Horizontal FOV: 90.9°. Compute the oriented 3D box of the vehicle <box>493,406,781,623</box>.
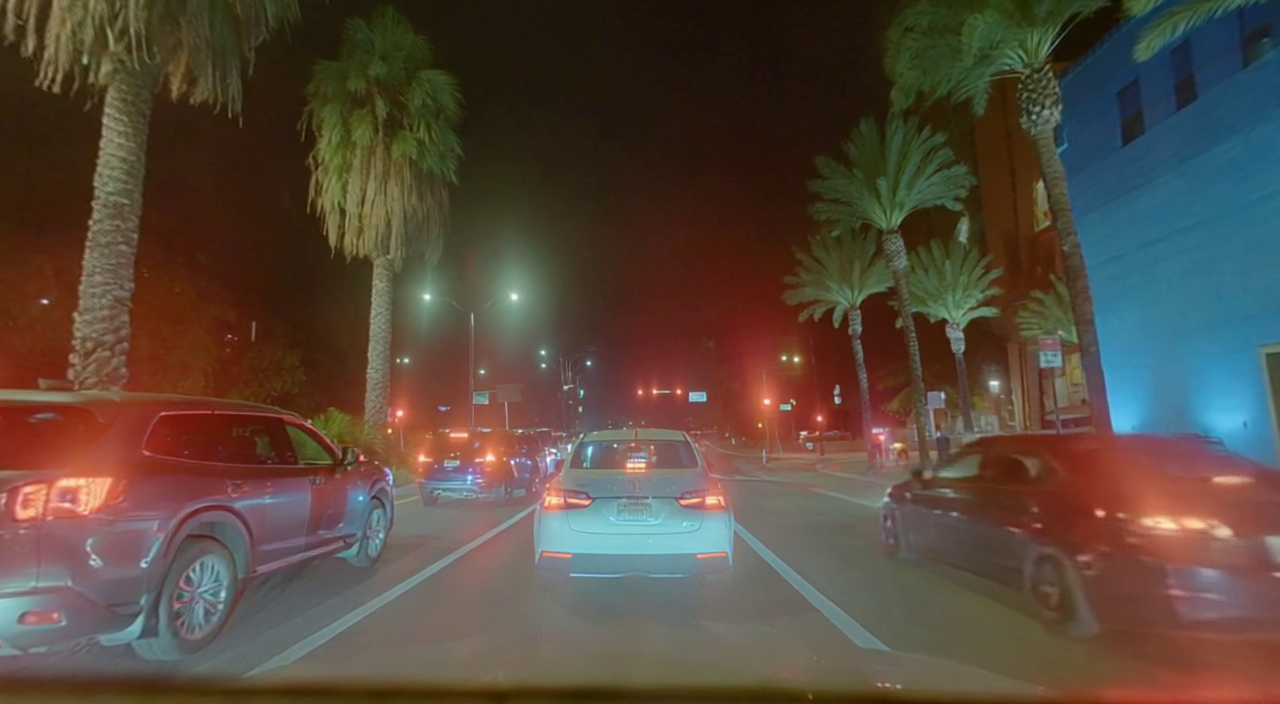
[{"bbox_3d":[-0.049,1.516,6.857,2.114,1.585,4.285,0,-8,-1],"label":"vehicle"}]

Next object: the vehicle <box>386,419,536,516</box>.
[{"bbox_3d":[-3.475,2.318,13.088,1.840,1.684,4.041,0,-8,1],"label":"vehicle"}]

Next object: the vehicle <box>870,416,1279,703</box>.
[{"bbox_3d":[3.835,1.417,5.468,1.982,1.480,4.572,1,-8,0],"label":"vehicle"}]

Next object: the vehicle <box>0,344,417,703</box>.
[{"bbox_3d":[-3.538,1.145,5.075,1.914,1.741,4.398,0,-8,-1],"label":"vehicle"}]
